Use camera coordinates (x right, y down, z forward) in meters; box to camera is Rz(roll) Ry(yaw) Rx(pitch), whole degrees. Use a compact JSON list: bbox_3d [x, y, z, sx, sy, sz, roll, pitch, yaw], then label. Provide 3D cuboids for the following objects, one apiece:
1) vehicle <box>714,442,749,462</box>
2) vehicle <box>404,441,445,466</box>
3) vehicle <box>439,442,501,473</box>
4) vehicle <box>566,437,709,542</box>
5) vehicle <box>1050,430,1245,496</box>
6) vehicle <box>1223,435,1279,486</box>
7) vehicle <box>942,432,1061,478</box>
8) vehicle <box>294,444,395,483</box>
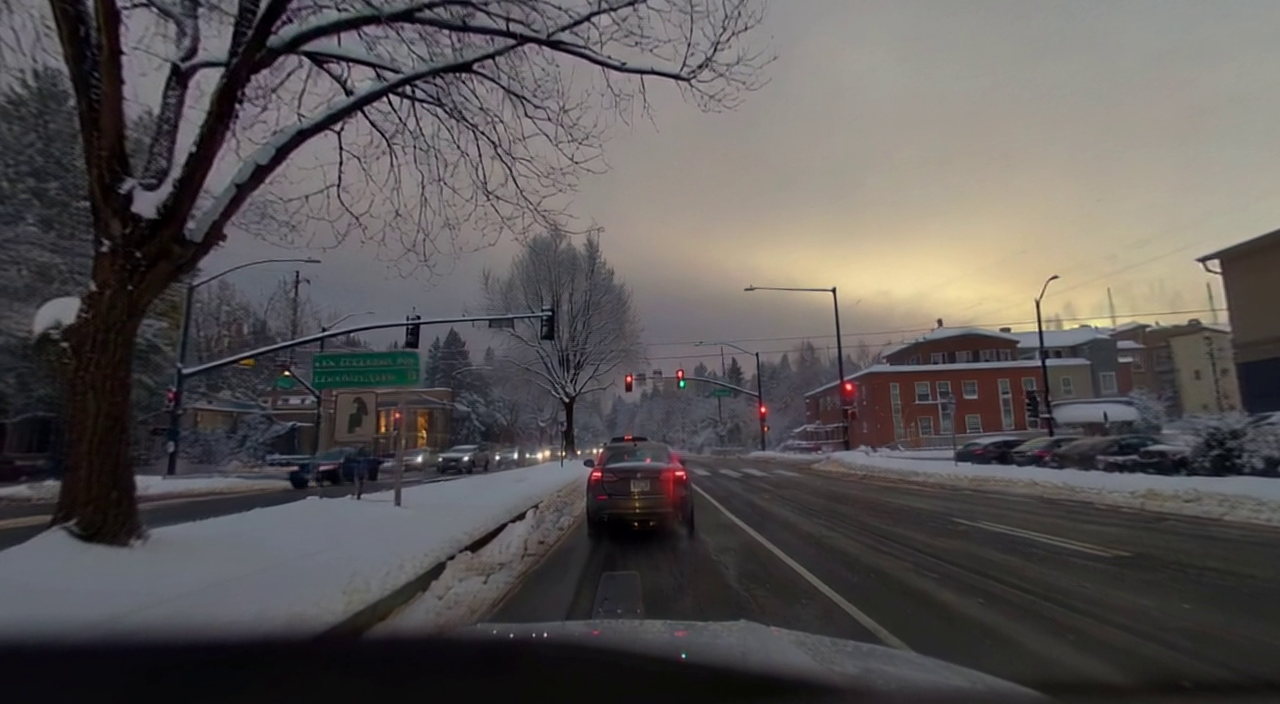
[{"bbox_3d":[6.952,7.611,48.195,1.932,1.439,4.159,0,-9,-2],"label":"vehicle"},{"bbox_3d":[-16.043,7.610,47.080,1.936,1.733,4.087,0,-9,-5],"label":"vehicle"},{"bbox_3d":[-8.767,5.481,32.836,1.994,1.474,4.411,0,-9,0],"label":"vehicle"},{"bbox_3d":[-0.139,2.246,10.942,2.010,1.447,4.121,0,-9,-3],"label":"vehicle"},{"bbox_3d":[13.084,2.885,16.623,1.859,1.525,3.948,0,-9,1],"label":"vehicle"},{"bbox_3d":[20.148,3.459,20.265,1.858,1.478,3.708,-8,-12,42],"label":"vehicle"},{"bbox_3d":[13.069,3.741,23.063,1.887,1.504,3.898,0,-9,-2],"label":"vehicle"},{"bbox_3d":[-12.295,4.643,26.568,2.125,1.495,4.308,0,-9,1],"label":"vehicle"}]
